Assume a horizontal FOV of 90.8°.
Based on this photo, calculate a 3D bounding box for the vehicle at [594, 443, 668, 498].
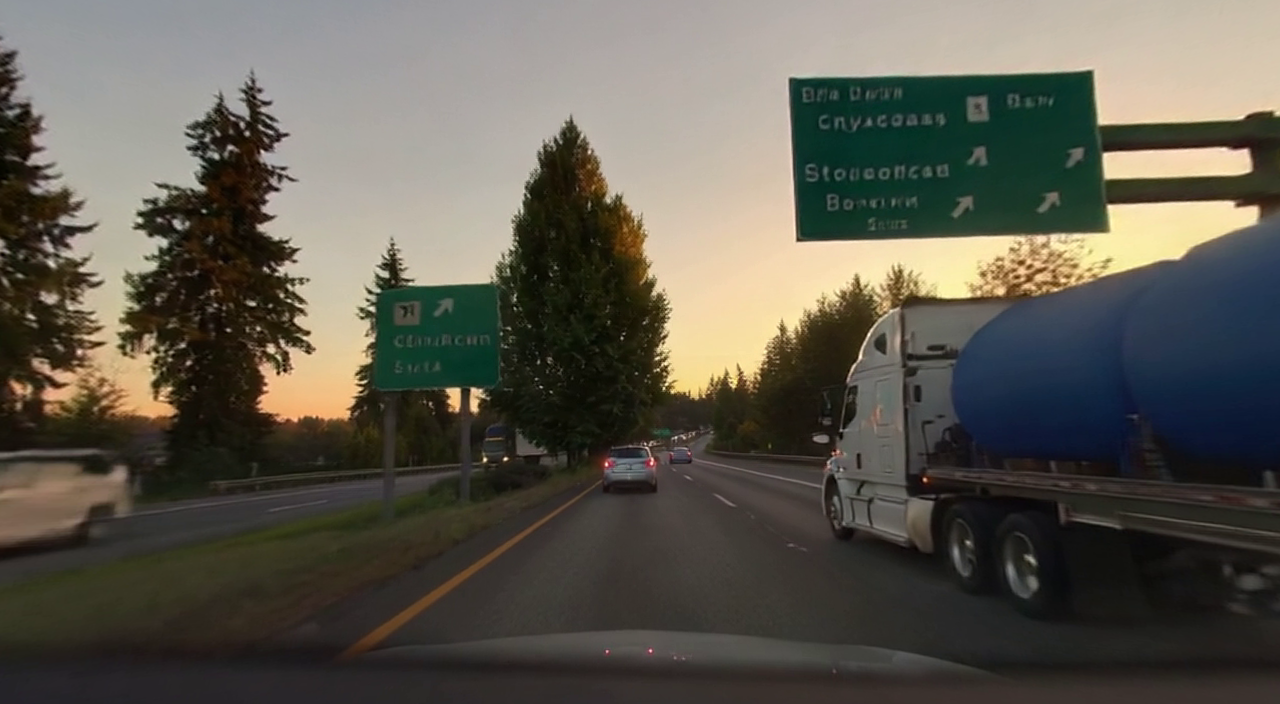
[{"bbox_3d":[-0.242,3.525,19.101,2.003,1.490,3.636,0,-9,0],"label":"vehicle"}]

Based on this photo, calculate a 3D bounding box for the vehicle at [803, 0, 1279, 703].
[{"bbox_3d":[3.865,0.205,5.755,3.001,3.728,5.947,0,-9,-1],"label":"vehicle"}]

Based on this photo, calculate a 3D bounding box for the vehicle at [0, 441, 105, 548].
[{"bbox_3d":[-12.037,2.422,10.637,2.063,1.828,4.416,0,-9,1],"label":"vehicle"}]
